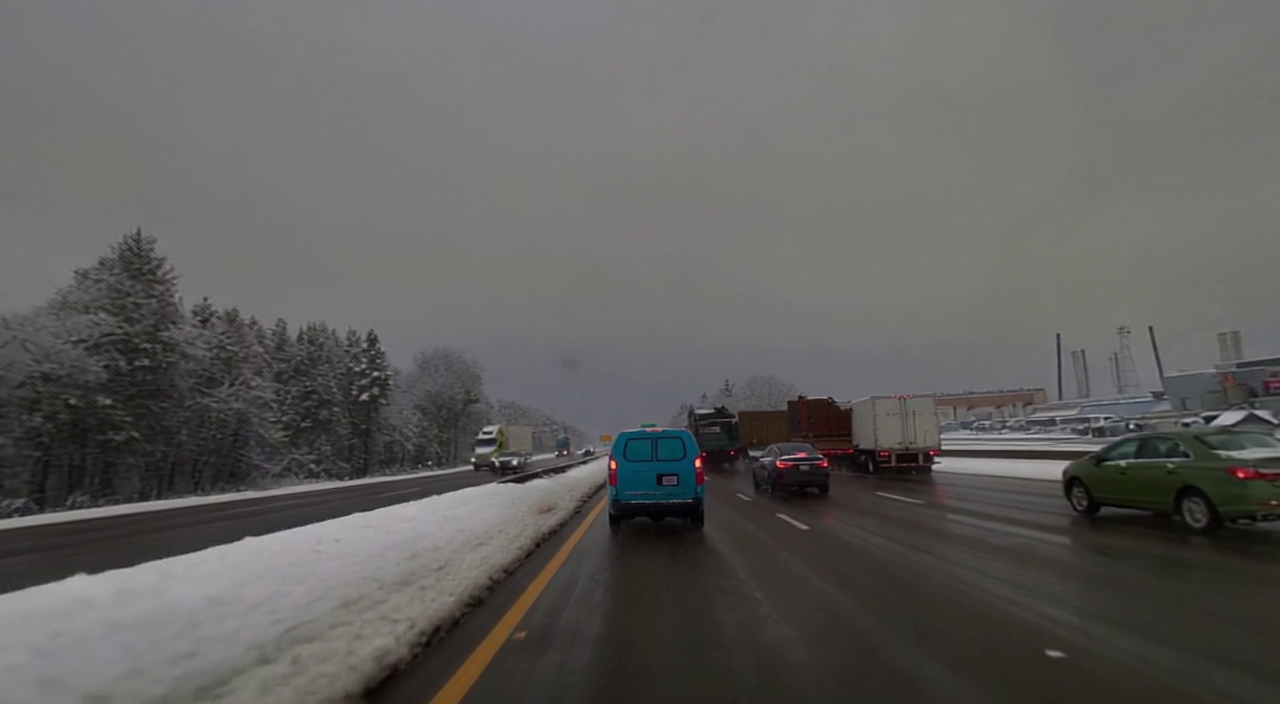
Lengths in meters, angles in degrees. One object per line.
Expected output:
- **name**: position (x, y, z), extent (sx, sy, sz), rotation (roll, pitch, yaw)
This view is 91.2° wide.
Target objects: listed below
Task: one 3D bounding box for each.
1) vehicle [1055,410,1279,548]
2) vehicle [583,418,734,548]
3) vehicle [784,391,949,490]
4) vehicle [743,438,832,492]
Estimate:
- **vehicle**: position (8.751, 1.824, 9.497), extent (1.913, 1.652, 4.384), rotation (-1, -9, 1)
- **vehicle**: position (0.235, 1.971, 9.954), extent (1.965, 1.664, 3.428), rotation (0, -9, 0)
- **vehicle**: position (8.551, 3.662, 25.671), extent (2.799, 3.188, 10.578), rotation (0, -9, 0)
- **vehicle**: position (4.504, 3.495, 19.718), extent (1.859, 1.512, 3.711), rotation (0, -9, 0)
